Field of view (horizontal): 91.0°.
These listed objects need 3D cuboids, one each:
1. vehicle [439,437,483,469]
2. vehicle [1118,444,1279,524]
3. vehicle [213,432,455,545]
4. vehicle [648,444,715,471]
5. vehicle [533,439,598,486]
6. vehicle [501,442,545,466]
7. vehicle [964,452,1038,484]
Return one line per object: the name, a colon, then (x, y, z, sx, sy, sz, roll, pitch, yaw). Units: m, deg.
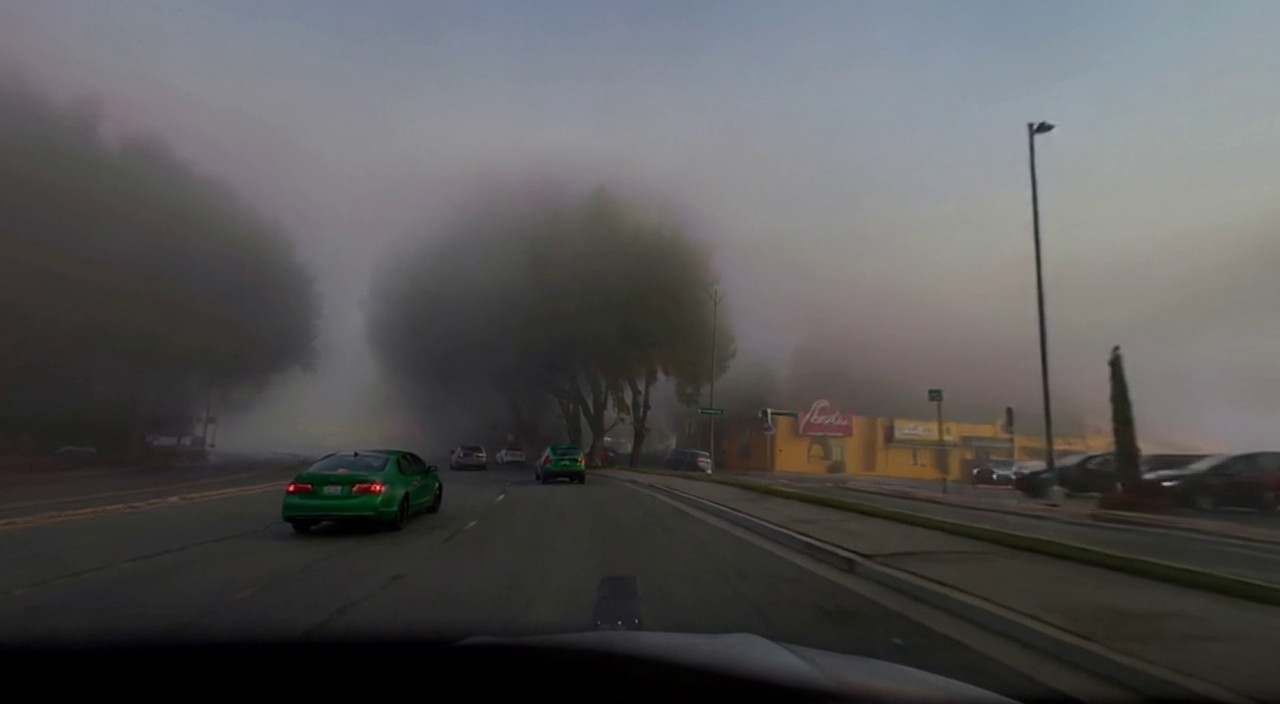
vehicle: (-9.489, 5.283, 33.118, 2.042, 1.593, 3.956, 3, -9, -17)
vehicle: (13.936, 2.922, 14.238, 4.442, 1.646, 2.106, 0, -8, 2)
vehicle: (-4.788, 2.172, 10.881, 2.105, 1.477, 4.857, 1, -8, -5)
vehicle: (2.765, 7.216, 43.361, 2.095, 1.697, 4.801, 6, -10, -34)
vehicle: (-2.769, 3.883, 22.544, 2.001, 1.483, 4.442, 2, -8, -11)
vehicle: (-7.362, 6.331, 39.236, 1.920, 1.416, 4.310, 3, -9, -20)
vehicle: (20.904, 6.636, 36.359, 4.486, 1.658, 2.031, 6, -10, -37)
